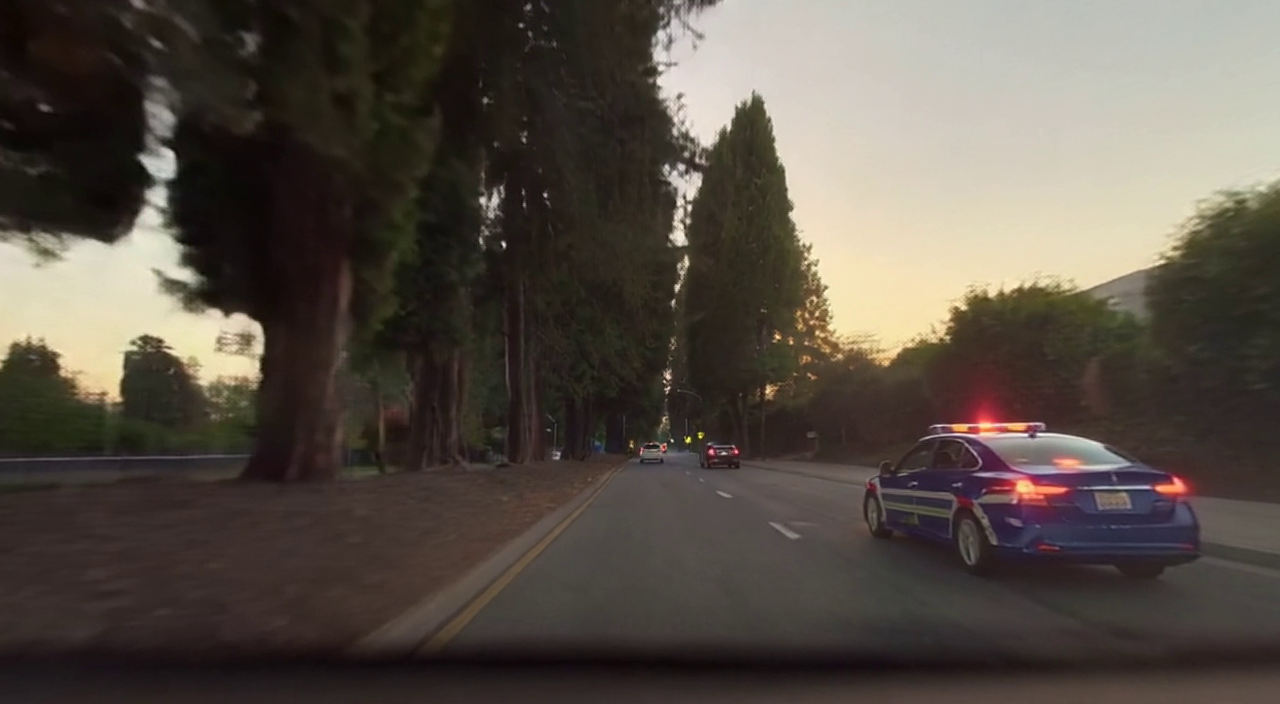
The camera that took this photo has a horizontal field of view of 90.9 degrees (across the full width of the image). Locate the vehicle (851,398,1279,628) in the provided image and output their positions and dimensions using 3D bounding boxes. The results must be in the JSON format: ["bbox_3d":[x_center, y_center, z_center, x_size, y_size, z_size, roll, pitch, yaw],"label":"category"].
[{"bbox_3d":[4.001,1.475,6.690,2.052,1.639,4.123,0,-9,0],"label":"vehicle"}]

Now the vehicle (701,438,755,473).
[{"bbox_3d":[4.441,5.311,32.449,2.110,1.666,3.912,0,-9,-1],"label":"vehicle"}]

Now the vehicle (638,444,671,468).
[{"bbox_3d":[0.901,6.616,40.289,2.026,1.466,4.282,0,-9,0],"label":"vehicle"}]
